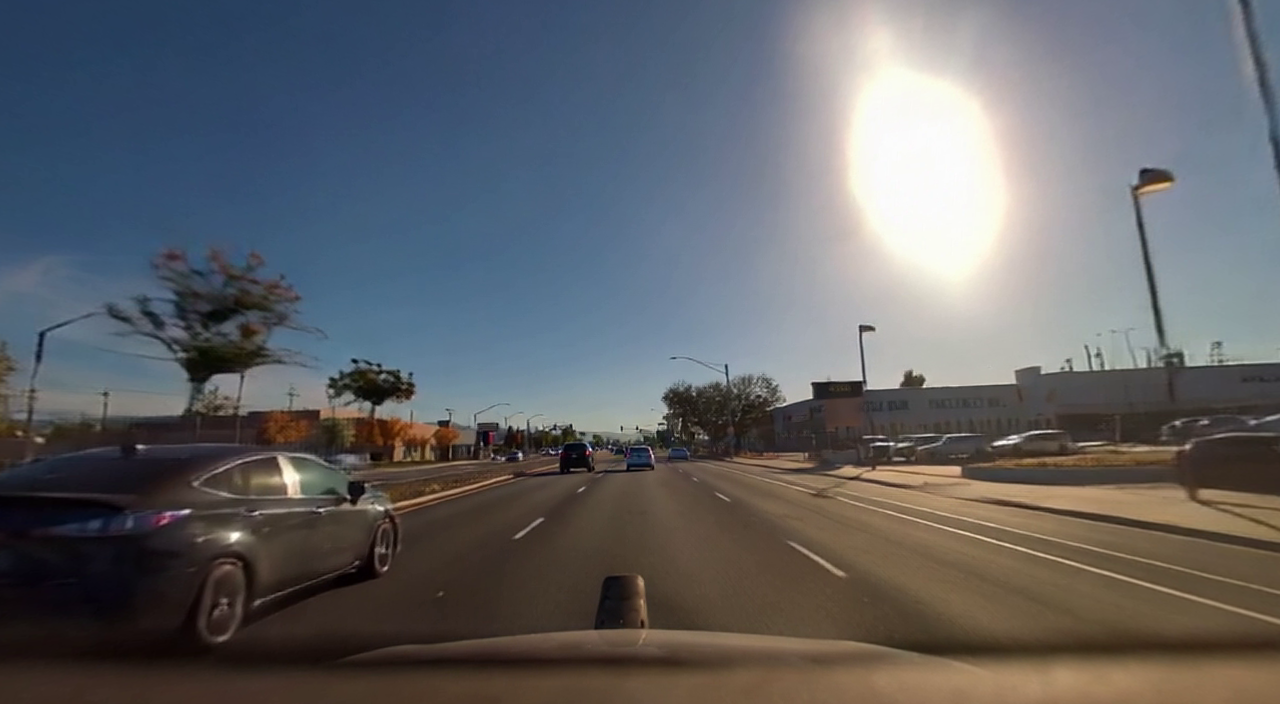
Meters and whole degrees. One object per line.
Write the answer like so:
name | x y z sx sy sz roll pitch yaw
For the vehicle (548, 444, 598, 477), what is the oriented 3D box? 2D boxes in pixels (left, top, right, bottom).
vehicle | -3.200 5.254 30.818 1.939 1.496 4.309 0 -8 1

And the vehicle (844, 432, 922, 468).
vehicle | 13.025 5.296 34.112 2.072 1.769 5.000 0 -8 -2

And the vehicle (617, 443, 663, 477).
vehicle | -0.017 4.981 29.247 2.019 1.459 4.005 0 -8 0

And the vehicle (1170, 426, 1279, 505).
vehicle | 13.328 2.215 12.337 1.914 1.523 4.747 -1 -8 3

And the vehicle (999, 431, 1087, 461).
vehicle | 21.501 5.046 33.846 1.807 1.519 4.550 0 -8 1

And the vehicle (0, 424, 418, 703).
vehicle | -3.566 1.396 4.998 2.003 1.488 4.282 0 -8 1

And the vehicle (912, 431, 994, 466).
vehicle | 16.262 5.054 33.058 1.930 1.713 4.756 0 -8 2
